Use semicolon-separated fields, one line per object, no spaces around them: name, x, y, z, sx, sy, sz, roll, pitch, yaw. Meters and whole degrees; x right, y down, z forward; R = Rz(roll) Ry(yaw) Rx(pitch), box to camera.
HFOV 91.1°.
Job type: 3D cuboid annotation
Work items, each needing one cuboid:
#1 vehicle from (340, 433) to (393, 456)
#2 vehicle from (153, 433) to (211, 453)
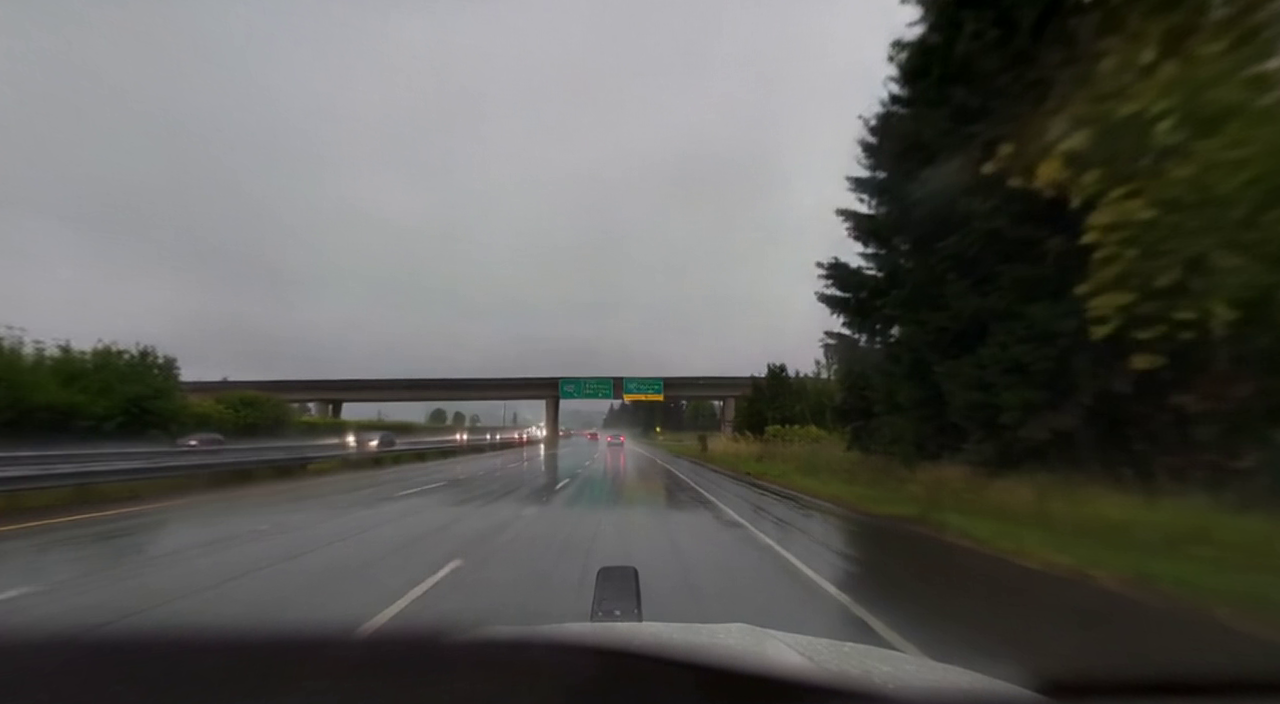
vehicle;-19.207;6.502;44.354;1.888;1.487;4.438;0;-8;-2
vehicle;-34.594;6.896;47.578;1.673;1.422;3.610;0;-8;-2
